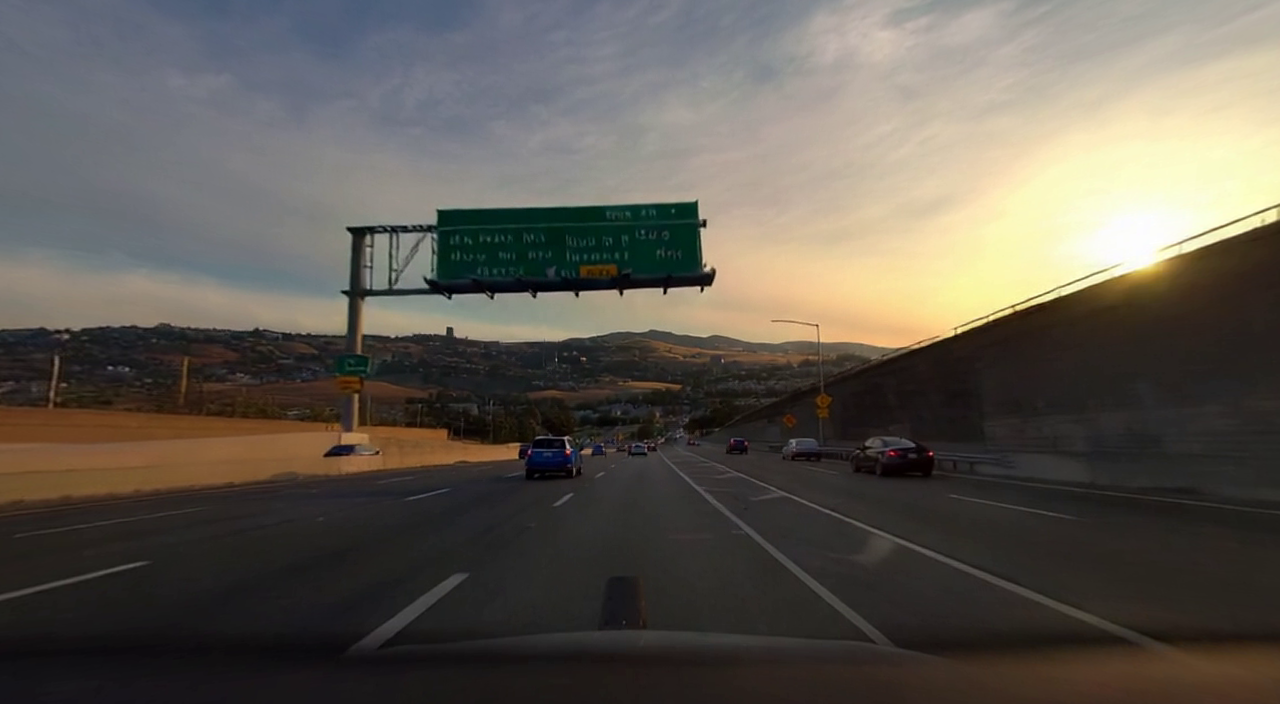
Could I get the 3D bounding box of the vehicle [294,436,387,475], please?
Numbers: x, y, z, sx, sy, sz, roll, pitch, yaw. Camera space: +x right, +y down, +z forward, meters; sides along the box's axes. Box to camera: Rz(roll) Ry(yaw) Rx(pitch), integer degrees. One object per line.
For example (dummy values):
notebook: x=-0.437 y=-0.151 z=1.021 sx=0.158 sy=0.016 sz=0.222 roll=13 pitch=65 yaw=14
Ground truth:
vehicle: x=-14.128 y=4.886 z=30.100 sx=2.049 sy=1.707 sz=4.743 roll=0 pitch=-8 yaw=0

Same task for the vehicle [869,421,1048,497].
vehicle: x=7.783 y=2.662 z=16.055 sx=2.122 sy=1.646 sz=4.491 roll=0 pitch=-8 yaw=-1

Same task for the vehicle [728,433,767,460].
vehicle: x=7.558 y=6.678 z=44.705 sx=2.172 sy=1.824 sz=5.031 roll=-1 pitch=-8 yaw=3

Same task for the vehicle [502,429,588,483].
vehicle: x=-3.273 y=3.720 z=22.911 sx=2.210 sy=1.730 sz=5.133 roll=0 pitch=-8 yaw=1
